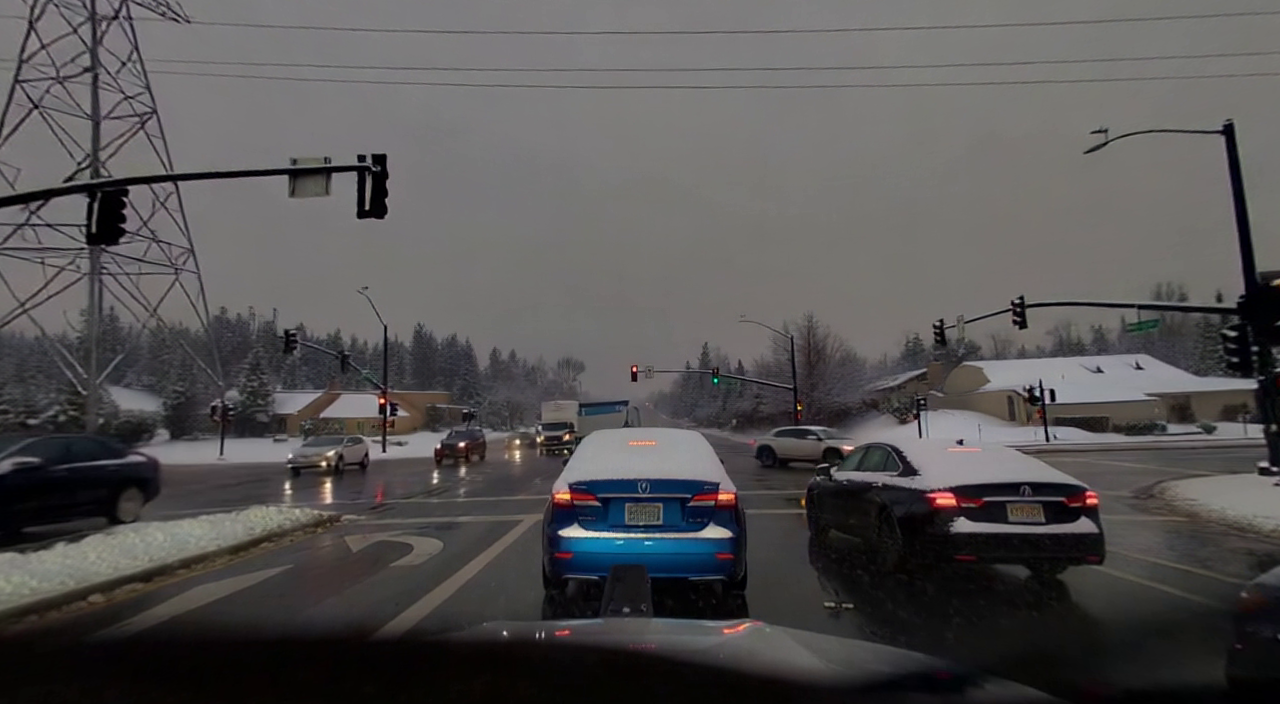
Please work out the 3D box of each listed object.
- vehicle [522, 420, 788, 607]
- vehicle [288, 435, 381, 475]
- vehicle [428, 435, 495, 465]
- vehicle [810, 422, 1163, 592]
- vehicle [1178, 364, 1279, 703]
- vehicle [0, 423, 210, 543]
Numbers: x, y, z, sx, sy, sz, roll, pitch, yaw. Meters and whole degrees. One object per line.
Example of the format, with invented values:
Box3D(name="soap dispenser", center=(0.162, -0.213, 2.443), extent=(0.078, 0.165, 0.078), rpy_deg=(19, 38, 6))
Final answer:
Box3D(name="vehicle", center=(0.106, 1.596, 7.126), extent=(2.117, 1.474, 4.036), rpy_deg=(0, -8, 0))
Box3D(name="vehicle", center=(-14.397, 4.870, 30.034), extent=(1.955, 1.694, 4.625), rpy_deg=(-1, -8, 3))
Box3D(name="vehicle", center=(-9.659, 5.370, 34.582), extent=(1.992, 1.480, 4.743), rpy_deg=(-1, -8, 4))
Box3D(name="vehicle", center=(3.646, 1.683, 7.723), extent=(1.835, 1.473, 4.190), rpy_deg=(0, -8, -2))
Box3D(name="vehicle", center=(3.409, 0.589, 0.629), extent=(1.926, 1.614, 4.330), rpy_deg=(0, -8, 1))
Box3D(name="vehicle", center=(-10.379, 2.179, 10.985), extent=(2.239, 1.719, 4.948), rpy_deg=(0, -8, 0))
